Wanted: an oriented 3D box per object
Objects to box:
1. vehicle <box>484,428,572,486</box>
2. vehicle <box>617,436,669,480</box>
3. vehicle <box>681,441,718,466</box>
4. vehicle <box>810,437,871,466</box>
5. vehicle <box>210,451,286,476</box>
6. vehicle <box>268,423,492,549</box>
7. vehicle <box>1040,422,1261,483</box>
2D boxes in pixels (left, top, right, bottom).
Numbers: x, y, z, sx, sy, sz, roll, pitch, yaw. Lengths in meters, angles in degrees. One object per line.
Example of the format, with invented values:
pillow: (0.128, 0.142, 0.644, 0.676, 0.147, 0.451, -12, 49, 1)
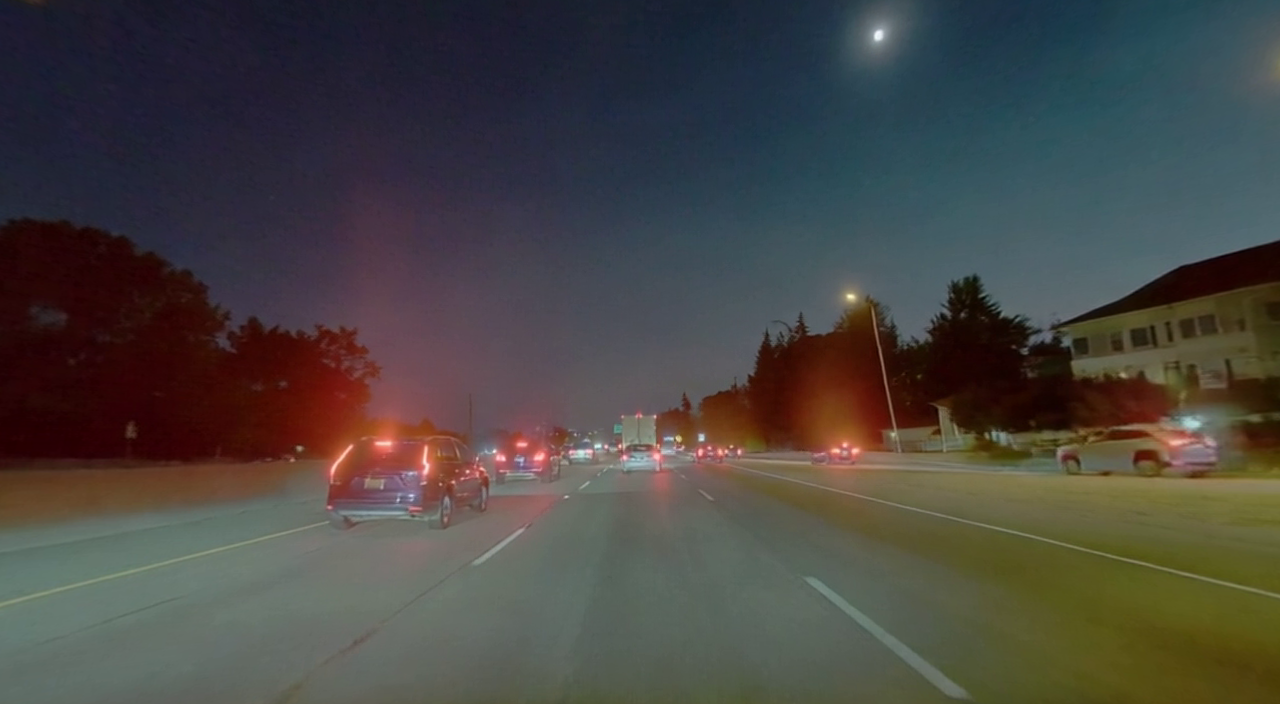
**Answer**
vehicle: (-4.119, 4.004, 24.261, 2.301, 1.944, 5.482, 0, -9, 1)
vehicle: (0.113, 4.514, 27.091, 2.063, 1.703, 4.203, 0, -9, 0)
vehicle: (3.934, 6.797, 42.506, 2.027, 1.554, 4.252, 0, -9, -1)
vehicle: (12.328, 6.126, 39.107, 2.048, 1.674, 4.106, 1, -9, -6)
vehicle: (-25.149, 7.149, 40.736, 1.873, 1.483, 4.451, -1, -9, 4)
vehicle: (-3.956, 2.105, 10.523, 1.988, 1.668, 4.021, 0, -9, 0)
vehicle: (14.095, 2.836, 17.949, 1.905, 1.490, 4.826, 1, -9, -6)
